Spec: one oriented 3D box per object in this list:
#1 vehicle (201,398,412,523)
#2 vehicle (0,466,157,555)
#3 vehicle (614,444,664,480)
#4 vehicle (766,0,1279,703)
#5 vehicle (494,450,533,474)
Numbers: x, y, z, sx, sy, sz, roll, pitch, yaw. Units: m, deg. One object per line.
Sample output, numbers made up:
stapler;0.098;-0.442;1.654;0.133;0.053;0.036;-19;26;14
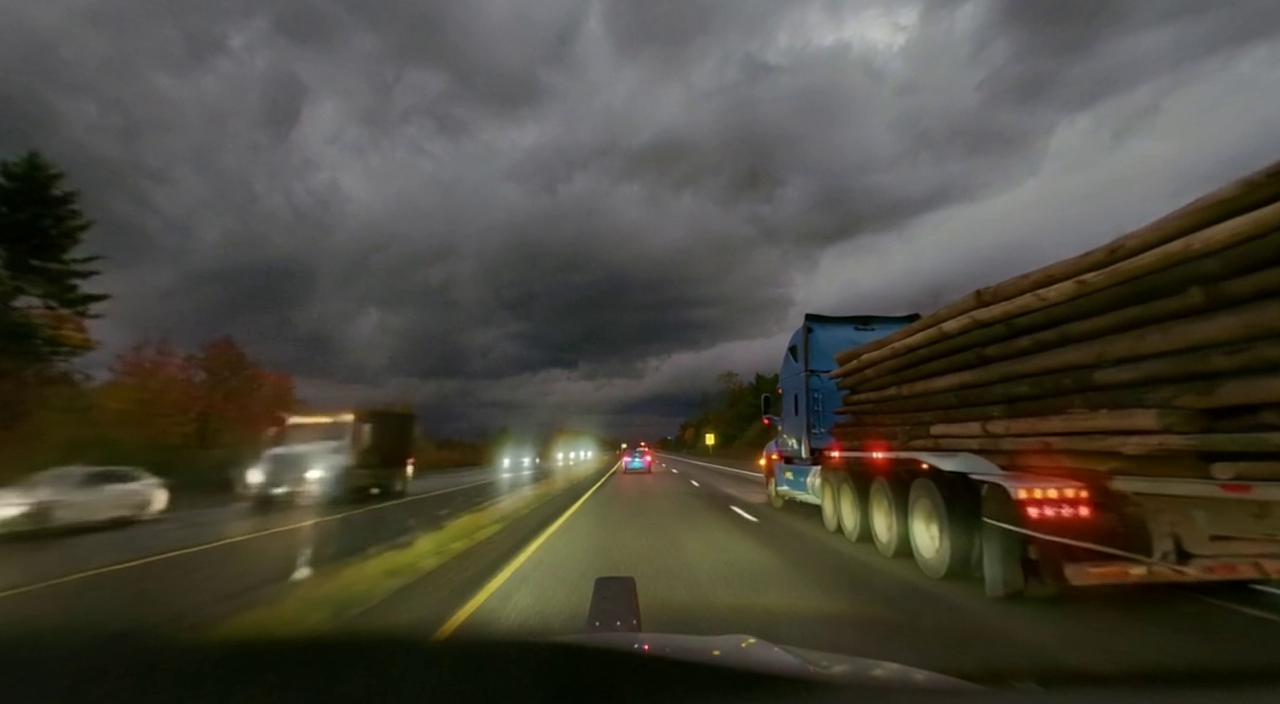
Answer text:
vehicle;-8.588;2.894;17.155;2.451;2.748;6.073;-1;-9;-1
vehicle;-12.932;3.280;13.389;1.935;1.530;4.142;0;-9;-1
vehicle;-0.065;5.051;28.928;2.099;1.506;4.097;-1;-9;-1
vehicle;4.196;0.452;7.576;2.996;3.942;10.600;-1;-9;-1
vehicle;-8.847;7.762;44.262;1.916;1.572;4.056;-1;-9;0
